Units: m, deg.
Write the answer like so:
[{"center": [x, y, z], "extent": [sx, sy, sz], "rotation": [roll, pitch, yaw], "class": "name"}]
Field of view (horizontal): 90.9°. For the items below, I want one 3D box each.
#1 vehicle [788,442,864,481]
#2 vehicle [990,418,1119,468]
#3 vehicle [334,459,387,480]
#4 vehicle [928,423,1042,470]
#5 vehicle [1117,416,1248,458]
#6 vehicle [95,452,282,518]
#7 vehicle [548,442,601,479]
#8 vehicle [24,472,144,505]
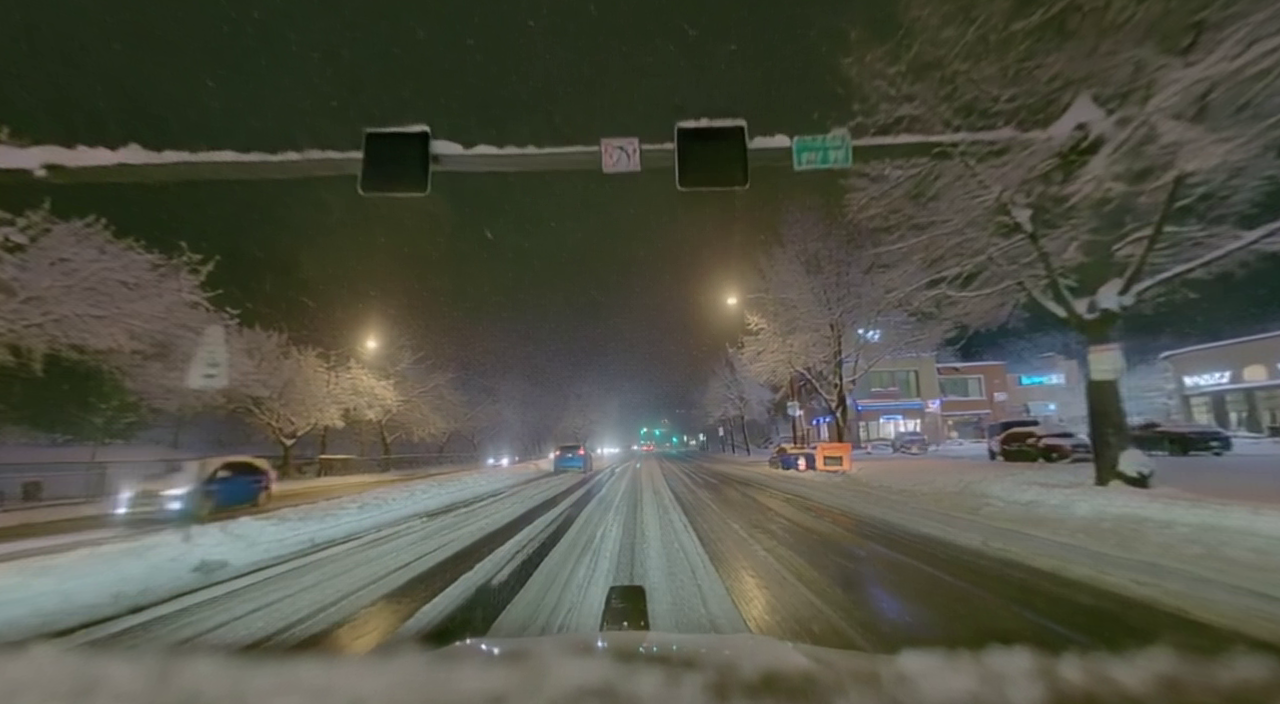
[{"center": [7.436, 4.388, 25.664], "extent": [1.799, 1.399, 4.317], "rotation": [-1, -8, 0], "class": "vehicle"}, {"center": [16.076, 3.577, 24.794], "extent": [1.984, 1.774, 4.406], "rotation": [0, -8, -1], "class": "vehicle"}, {"center": [-21.852, 9.205, 49.516], "extent": [1.955, 1.447, 4.911], "rotation": [-1, -8, 0], "class": "vehicle"}, {"center": [13.531, 3.753, 25.091], "extent": [1.916, 1.683, 4.516], "rotation": [0, -8, -1], "class": "vehicle"}, {"center": [25.814, 4.110, 30.271], "extent": [2.043, 1.803, 4.774], "rotation": [0, -8, 0], "class": "vehicle"}, {"center": [-12.079, 3.548, 17.323], "extent": [1.917, 1.495, 4.309], "rotation": [0, -8, 1], "class": "vehicle"}, {"center": [-2.772, 4.712, 27.646], "extent": [1.926, 1.442, 4.231], "rotation": [0, -8, 0], "class": "vehicle"}, {"center": [-30.304, 7.395, 34.465], "extent": [4.708, 1.457, 1.821], "rotation": [8, -12, -43], "class": "vehicle"}]
